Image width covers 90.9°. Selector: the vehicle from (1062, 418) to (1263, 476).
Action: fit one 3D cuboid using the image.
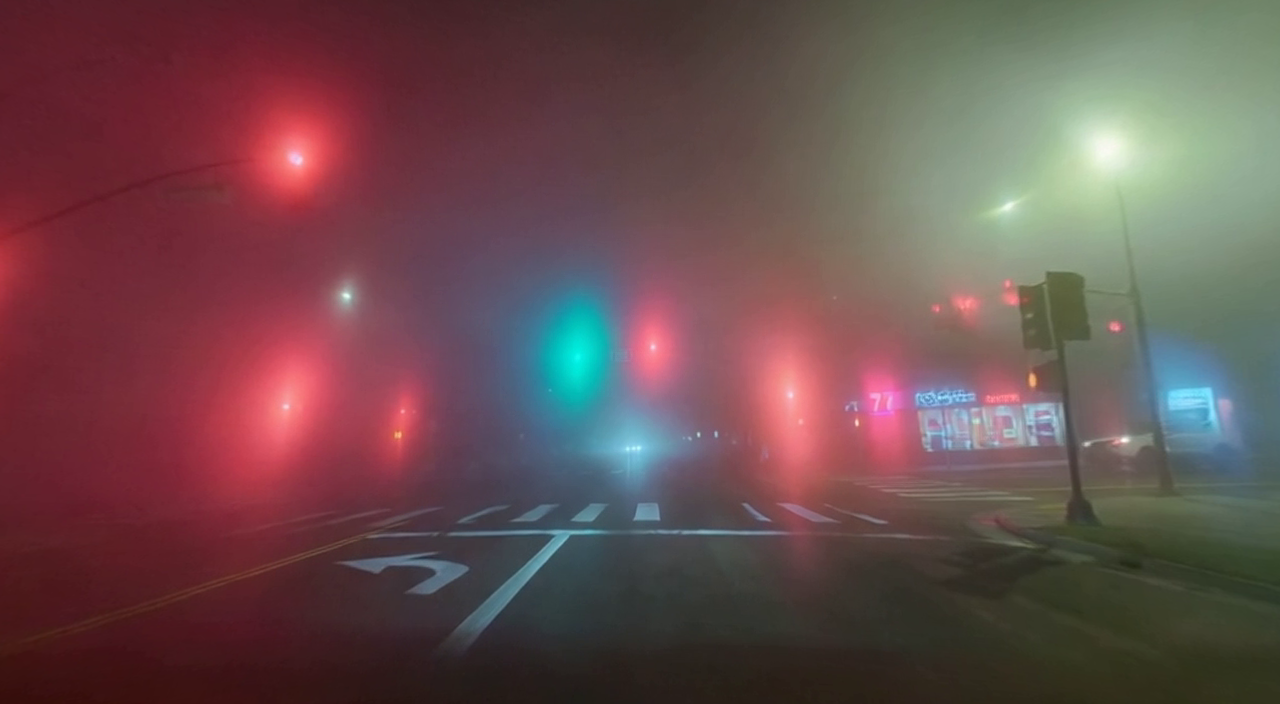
[{"bbox_3d":[17.138,3.145,20.883,4.836,1.795,1.957,0,-9,0],"label":"vehicle"}]
